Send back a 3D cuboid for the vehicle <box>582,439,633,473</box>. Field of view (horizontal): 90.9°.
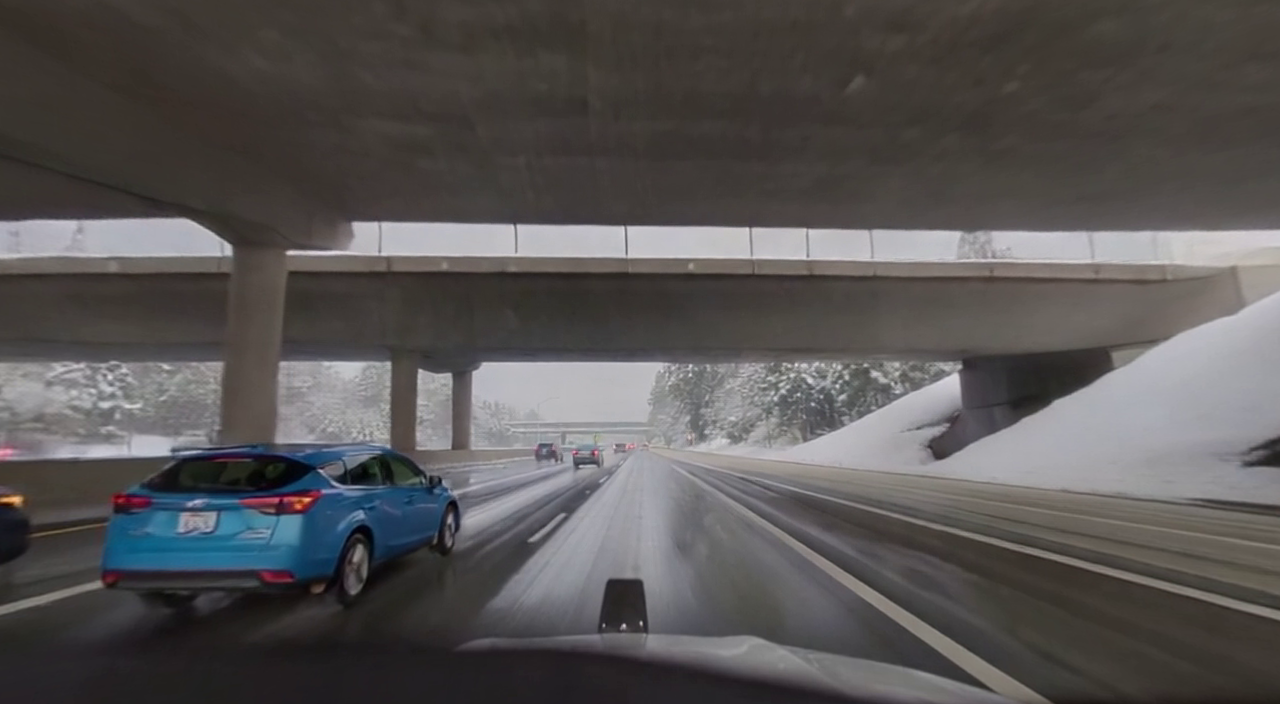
[{"bbox_3d":[-1.613,5.450,33.281,2.210,1.628,4.586,-1,-8,3],"label":"vehicle"}]

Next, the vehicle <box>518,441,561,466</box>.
[{"bbox_3d":[-6.625,6.771,42.184,2.069,1.551,4.830,0,-8,1],"label":"vehicle"}]

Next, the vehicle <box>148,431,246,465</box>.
[{"bbox_3d":[-24.147,5.251,34.639,1.899,1.729,4.753,0,-8,0],"label":"vehicle"}]
